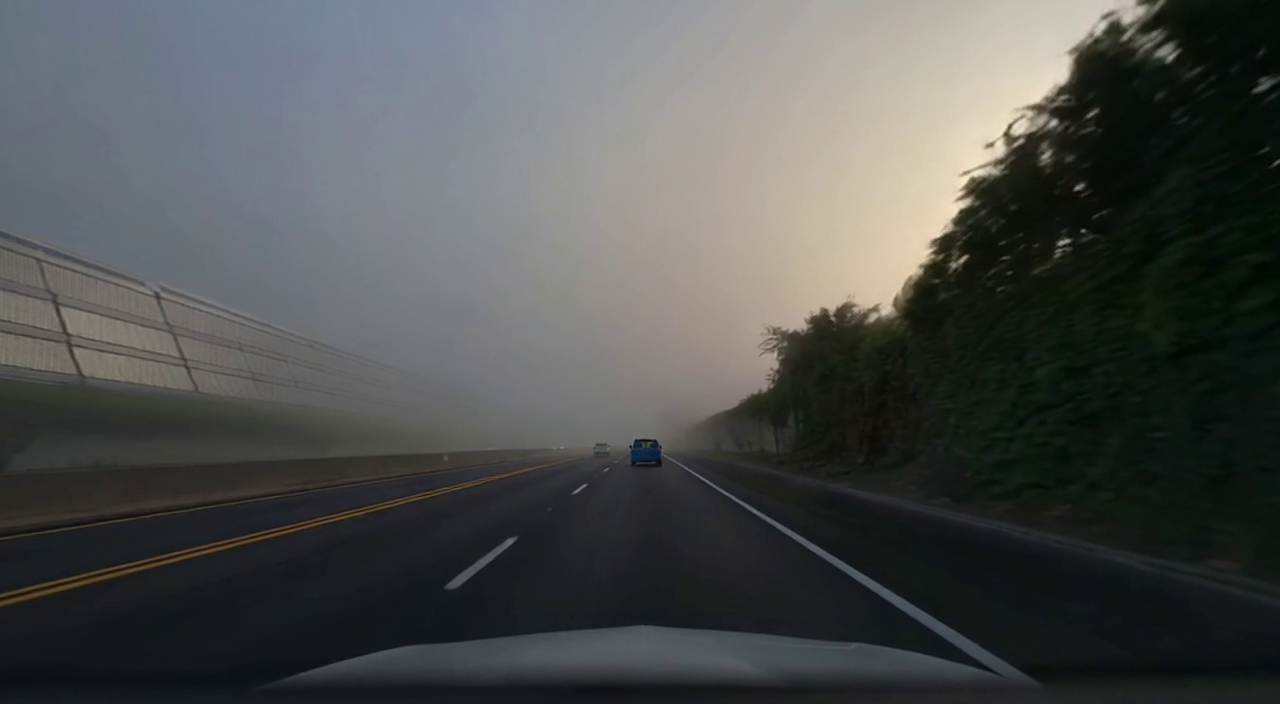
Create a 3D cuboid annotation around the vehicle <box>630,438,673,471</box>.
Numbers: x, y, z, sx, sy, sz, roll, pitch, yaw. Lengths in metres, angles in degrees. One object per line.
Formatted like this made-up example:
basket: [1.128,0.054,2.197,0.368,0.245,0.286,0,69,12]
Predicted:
vehicle: [0.509,5.016,31.017,1.997,1.484,3.409,0,-8,-1]
